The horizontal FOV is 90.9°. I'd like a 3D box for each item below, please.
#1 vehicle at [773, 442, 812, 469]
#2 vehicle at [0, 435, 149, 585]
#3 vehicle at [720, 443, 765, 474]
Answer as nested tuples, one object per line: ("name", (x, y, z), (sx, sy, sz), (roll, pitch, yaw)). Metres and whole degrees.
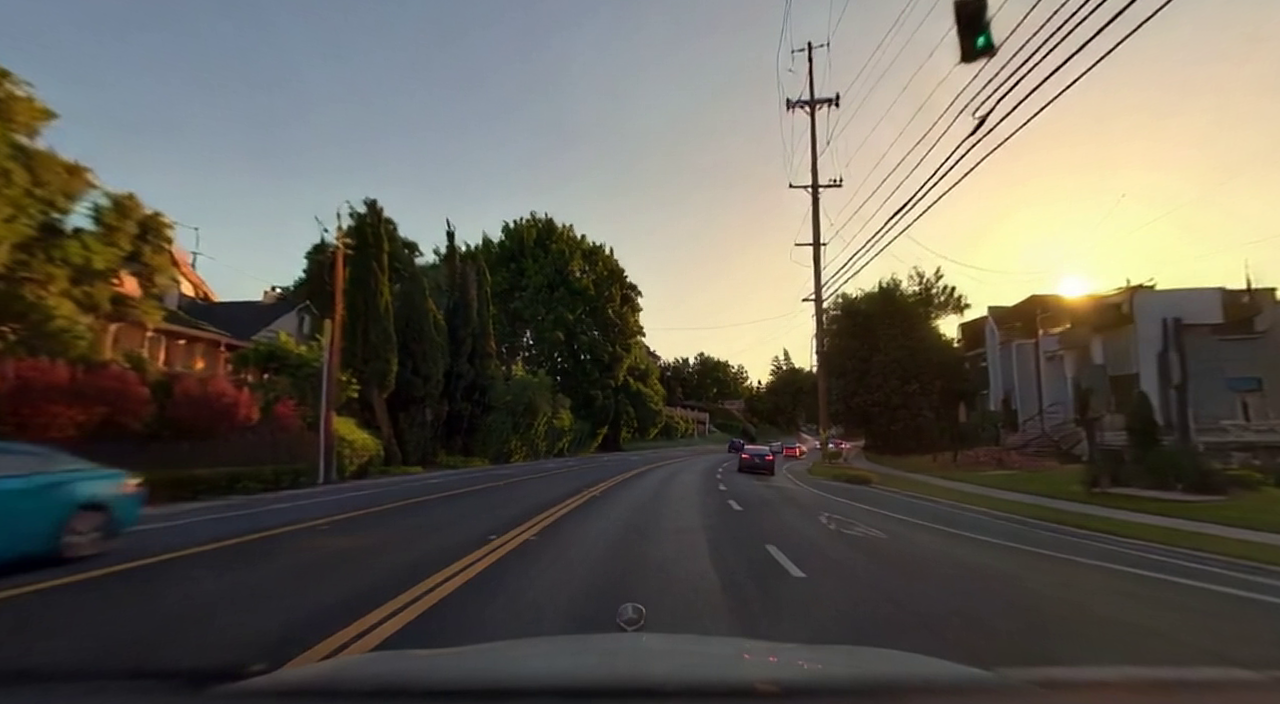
("vehicle", (9.942, 6.757, 41.309), (2.027, 1.674, 4.256), (-1, -8, 7))
("vehicle", (-7.336, 1.509, 5.835), (1.985, 1.463, 4.294), (-1, -8, 3))
("vehicle", (5.311, 5.559, 33.162), (1.951, 1.479, 4.487), (-1, -8, 4))
